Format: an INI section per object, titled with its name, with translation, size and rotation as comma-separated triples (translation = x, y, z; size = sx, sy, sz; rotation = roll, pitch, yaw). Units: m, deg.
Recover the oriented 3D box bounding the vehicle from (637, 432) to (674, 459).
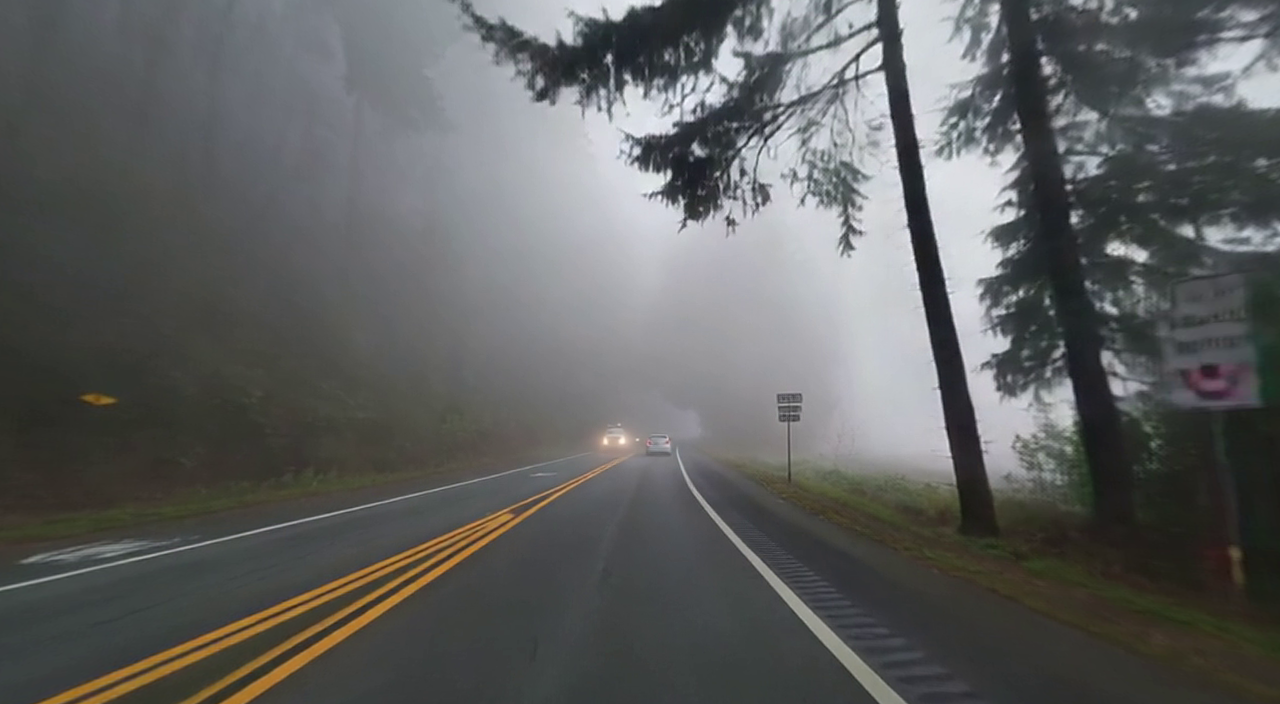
[vehicle]
translation = 0.942, 5.482, 37.069
size = 2.067, 1.486, 3.861
rotation = -1, -9, 3
